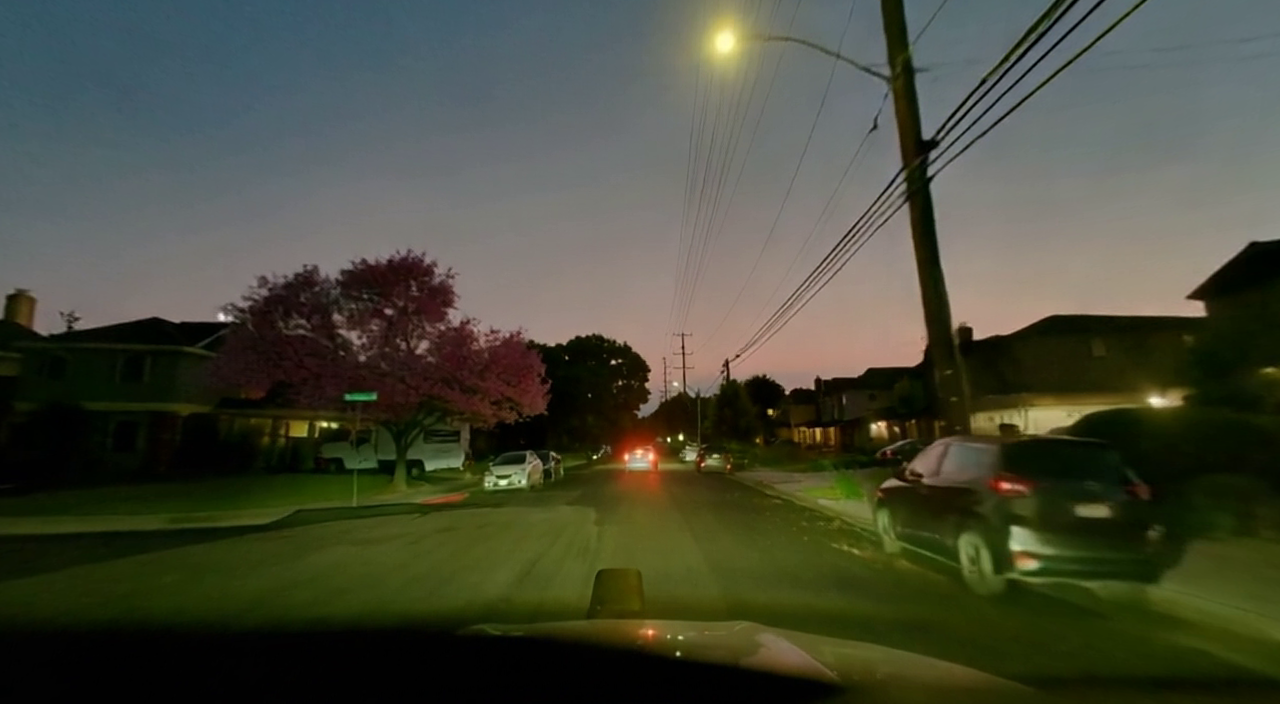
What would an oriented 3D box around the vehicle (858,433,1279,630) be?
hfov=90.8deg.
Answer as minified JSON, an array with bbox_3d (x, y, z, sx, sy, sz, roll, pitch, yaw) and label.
[{"bbox_3d":[4.259,1.756,7.246,2.058,1.535,4.323,0,-9,2],"label":"vehicle"}]

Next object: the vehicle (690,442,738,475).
[{"bbox_3d":[3.997,5.836,34.936,2.103,1.679,4.386,0,-9,-1],"label":"vehicle"}]

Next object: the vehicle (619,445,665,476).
[{"bbox_3d":[0.179,5.370,31.555,2.075,1.449,4.526,-1,-9,3],"label":"vehicle"}]

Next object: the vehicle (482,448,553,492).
[{"bbox_3d":[-4.767,4.628,25.165,1.874,1.413,4.442,0,-7,1],"label":"vehicle"}]

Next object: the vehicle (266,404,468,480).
[{"bbox_3d":[-12.920,4.357,30.460,8.239,3.354,2.902,1,-9,1],"label":"vehicle"}]
